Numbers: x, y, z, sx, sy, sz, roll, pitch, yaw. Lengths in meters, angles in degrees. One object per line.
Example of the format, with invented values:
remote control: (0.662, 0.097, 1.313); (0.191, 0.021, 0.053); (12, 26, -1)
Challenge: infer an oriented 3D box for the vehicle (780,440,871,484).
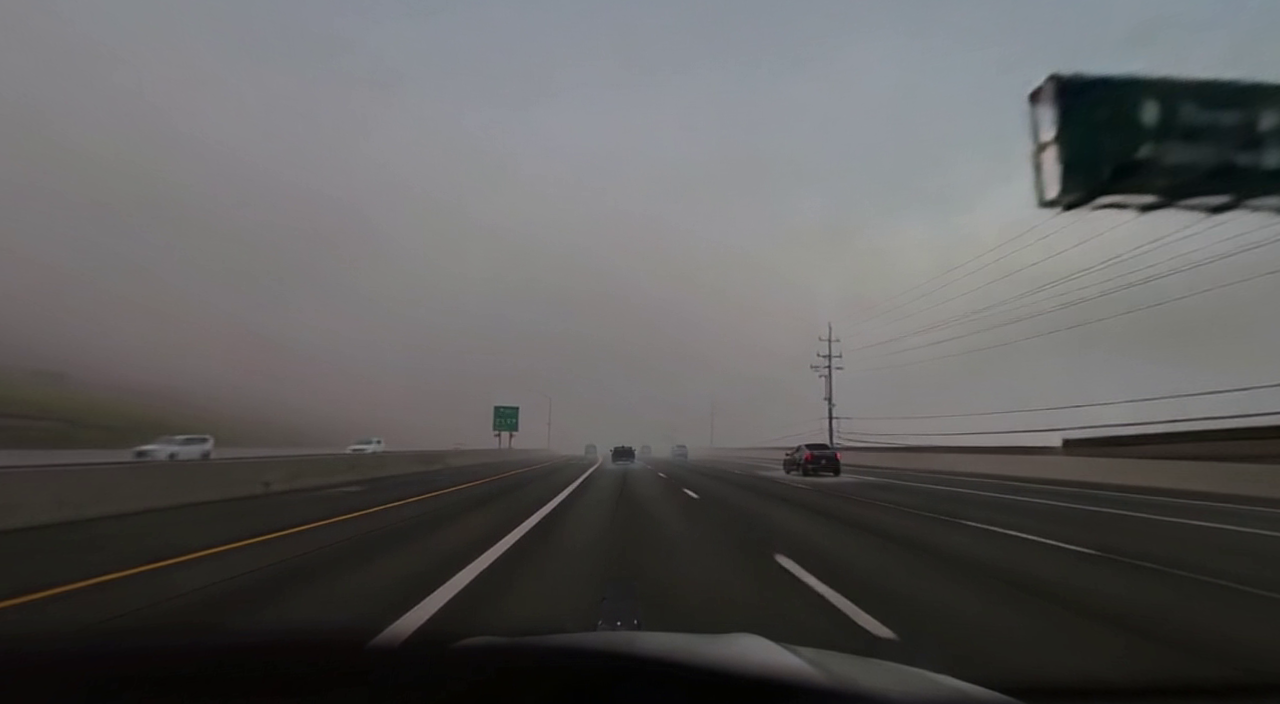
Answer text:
vehicle: (6.687, 4.008, 23.332); (1.876, 1.451, 4.154); (0, -8, -3)

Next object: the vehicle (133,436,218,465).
vehicle: (-32.280, 6.846, 44.211); (2.028, 1.866, 5.383); (0, -8, -3)

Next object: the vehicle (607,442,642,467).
vehicle: (-1.080, 6.674, 41.358); (2.109, 1.489, 4.027); (0, -8, -4)

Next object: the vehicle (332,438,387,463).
vehicle: (-21.871, 7.699, 49.613); (2.115, 1.861, 5.374); (0, -8, -3)
